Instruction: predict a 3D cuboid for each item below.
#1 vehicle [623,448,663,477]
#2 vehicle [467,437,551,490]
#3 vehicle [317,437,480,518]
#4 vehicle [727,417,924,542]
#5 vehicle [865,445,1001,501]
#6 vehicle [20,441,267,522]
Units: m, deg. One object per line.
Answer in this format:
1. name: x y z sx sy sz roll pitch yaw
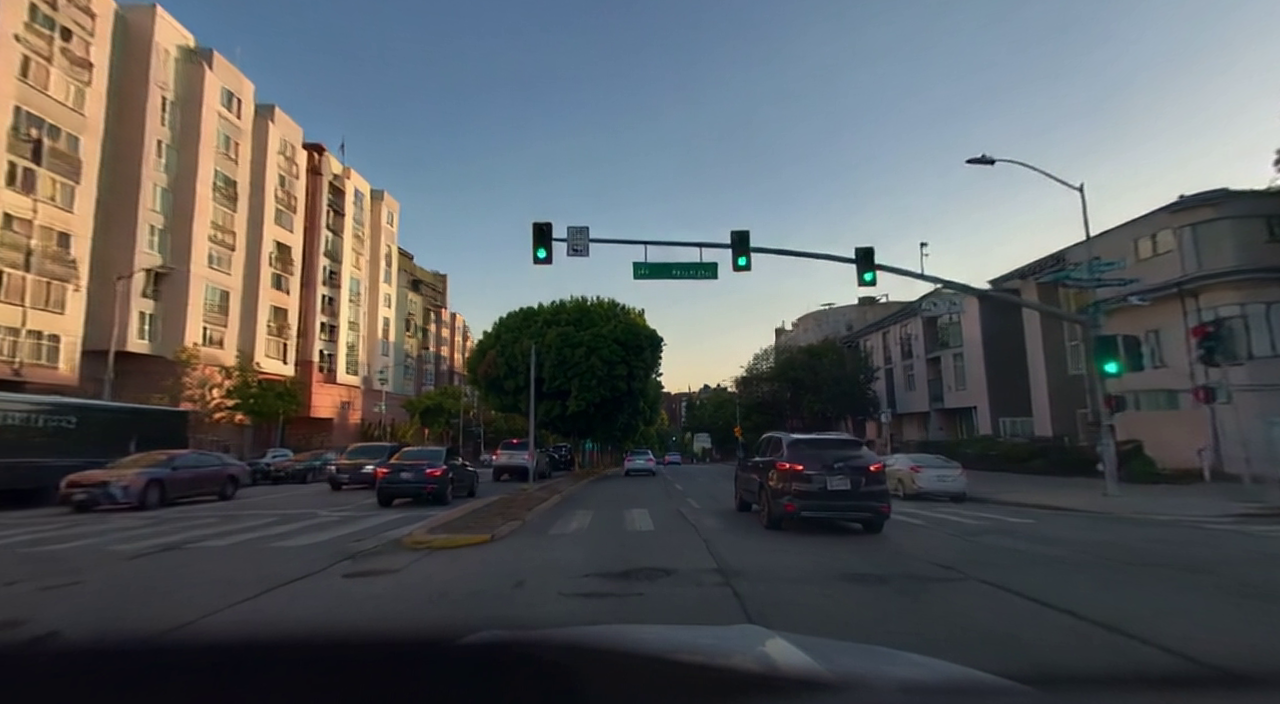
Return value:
1. vehicle: 0.126 6.054 34.937 2.059 1.492 4.033 0 -9 -1
2. vehicle: -4.955 4.298 24.760 2.275 1.816 4.923 0 -9 0
3. vehicle: -5.520 2.941 15.269 2.062 1.532 4.830 -2 -9 0
4. vehicle: 3.124 2.275 11.937 2.129 1.844 4.767 0 -9 -2
5. vehicle: 9.108 3.784 20.247 1.962 1.542 4.999 0 -9 0
6. vehicle: -11.730 3.051 15.570 2.001 1.638 4.980 0 -9 1
